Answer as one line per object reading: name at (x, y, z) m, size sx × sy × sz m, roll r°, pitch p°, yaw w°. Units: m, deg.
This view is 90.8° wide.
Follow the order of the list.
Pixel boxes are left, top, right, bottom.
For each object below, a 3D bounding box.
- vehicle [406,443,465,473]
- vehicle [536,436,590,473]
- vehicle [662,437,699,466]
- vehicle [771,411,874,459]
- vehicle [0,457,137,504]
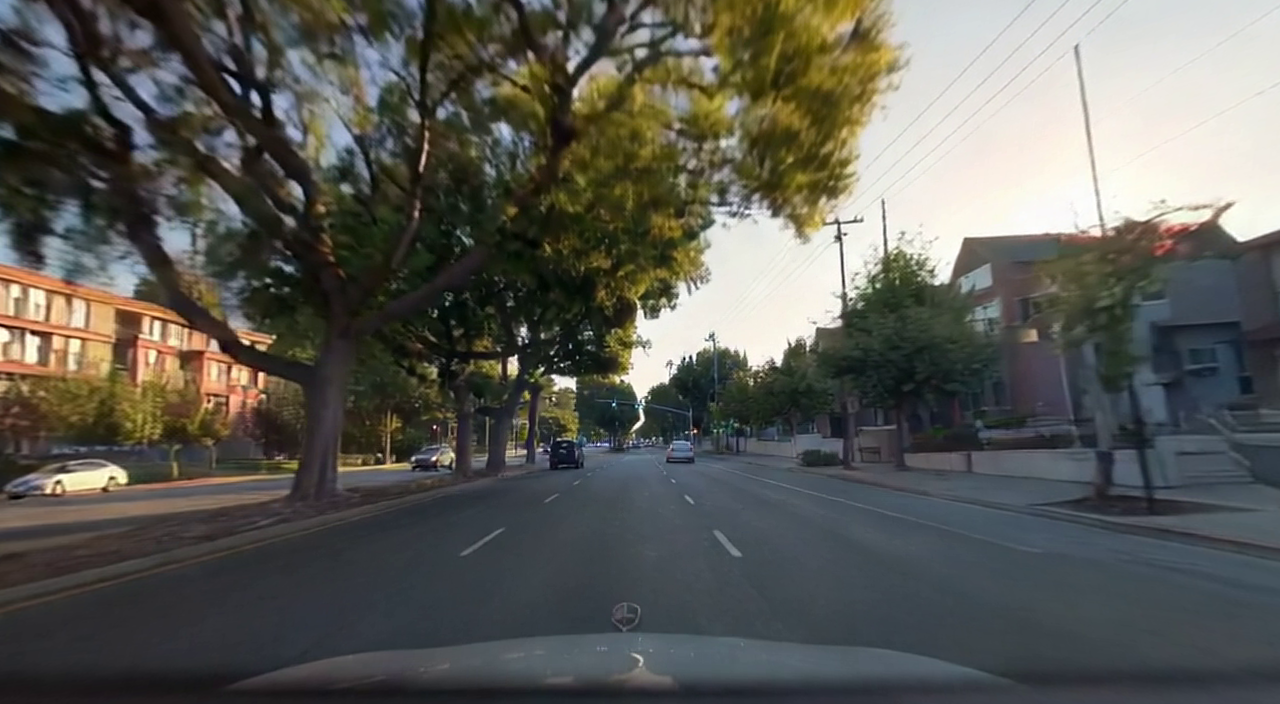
vehicle at (-12.128, 6.276, 37.731) m, size 2.064 × 1.657 × 4.305 m, roll 0°, pitch -8°, yaw 0°
vehicle at (-3.702, 5.017, 31.026) m, size 2.083 × 1.685 × 4.069 m, roll 0°, pitch -8°, yaw 1°
vehicle at (2.496, 6.274, 40.002) m, size 2.018 × 1.719 × 4.369 m, roll 0°, pitch -8°, yaw -1°
vehicle at (14.203, 6.523, 49.551) m, size 7.138 × 3.555 × 2.719 m, roll 1°, pitch -9°, yaw -3°
vehicle at (-22.688, 5.024, 25.026) m, size 1.918 × 1.586 × 4.366 m, roll 0°, pitch -8°, yaw 0°
